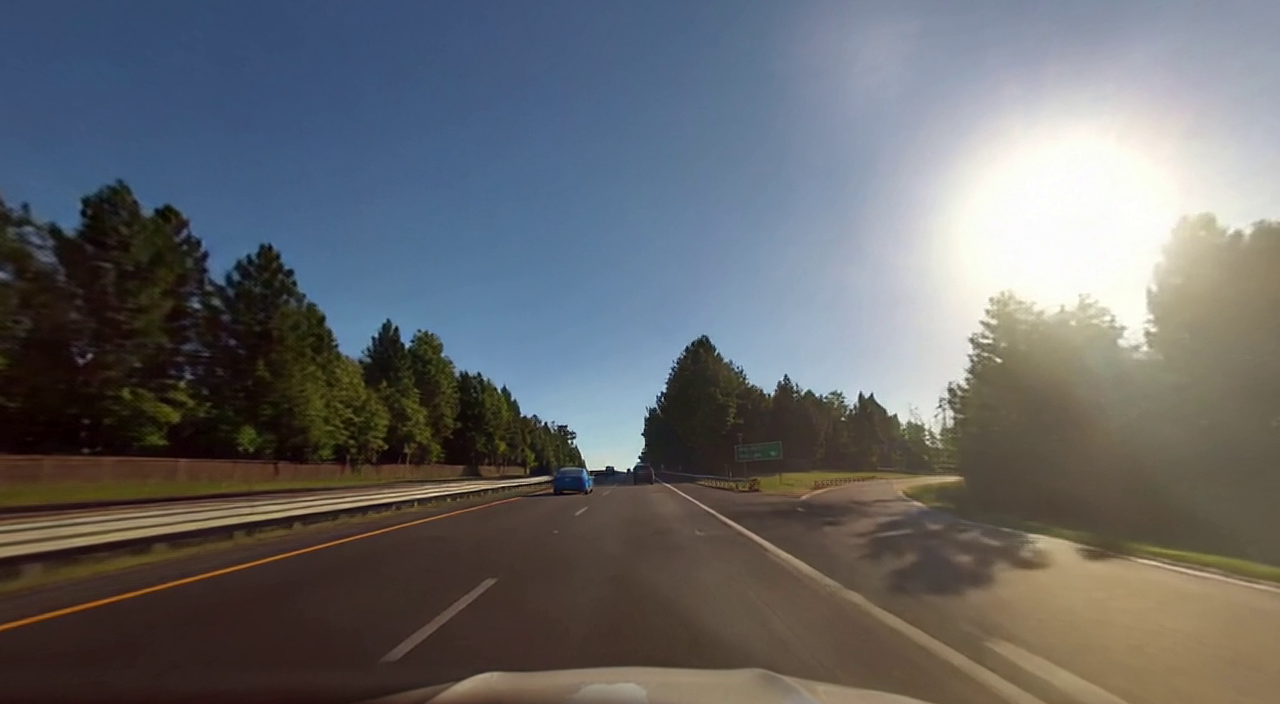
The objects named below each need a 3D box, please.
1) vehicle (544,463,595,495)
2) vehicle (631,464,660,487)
[{"bbox_3d":[-3.535,6.530,32.548,2.047,1.523,4.279,1,-11,1],"label":"vehicle"},{"bbox_3d":[0.373,9.285,47.334,2.065,1.596,3.869,1,-11,0],"label":"vehicle"}]
